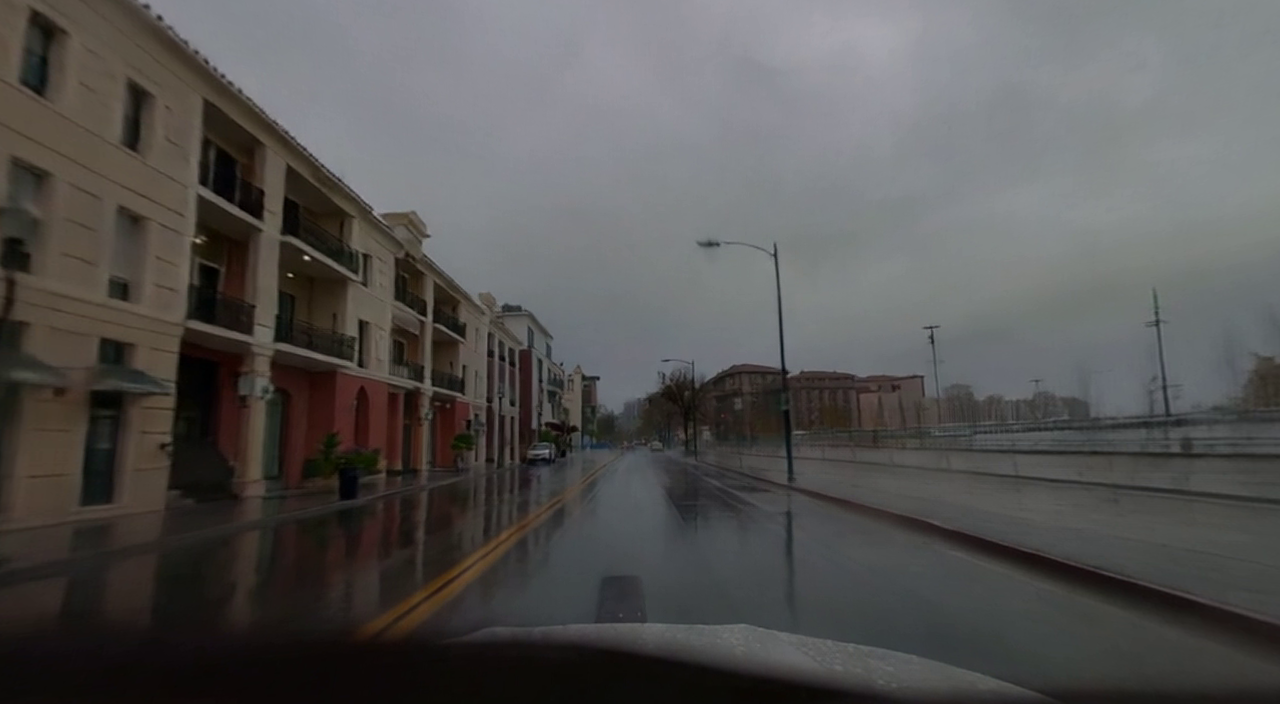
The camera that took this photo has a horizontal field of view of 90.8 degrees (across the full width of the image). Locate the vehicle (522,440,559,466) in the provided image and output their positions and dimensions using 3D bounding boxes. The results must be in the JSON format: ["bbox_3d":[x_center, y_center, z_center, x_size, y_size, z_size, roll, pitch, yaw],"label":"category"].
[{"bbox_3d":[-6.927,7.115,44.468,1.946,1.640,4.430,-2,-9,-1],"label":"vehicle"}]
